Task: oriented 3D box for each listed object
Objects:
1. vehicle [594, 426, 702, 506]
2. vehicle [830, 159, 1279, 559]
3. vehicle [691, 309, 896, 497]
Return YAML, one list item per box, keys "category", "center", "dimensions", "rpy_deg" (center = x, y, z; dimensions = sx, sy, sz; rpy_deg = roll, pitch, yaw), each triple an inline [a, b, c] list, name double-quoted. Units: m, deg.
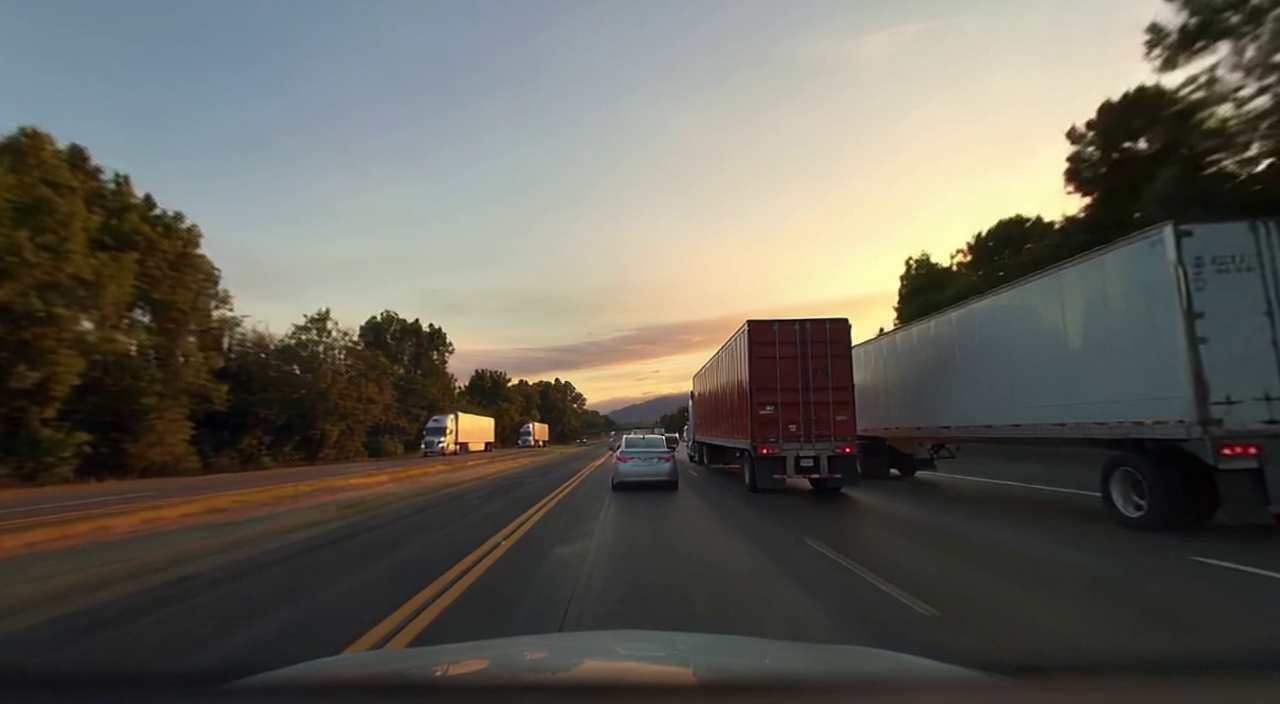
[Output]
- category: "vehicle"
  center: [0.106, 2.398, 13.798]
  dimensions: [2.038, 1.477, 3.773]
  rpy_deg: [0, -8, -1]
- category: "vehicle"
  center: [8.081, 0.930, 13.797]
  dimensions: [3.110, 4.308, 14.260]
  rpy_deg: [0, -7, -1]
- category: "vehicle"
  center: [3.898, 1.993, 20.834]
  dimensions: [2.888, 4.099, 14.183]
  rpy_deg: [0, -7, -1]
